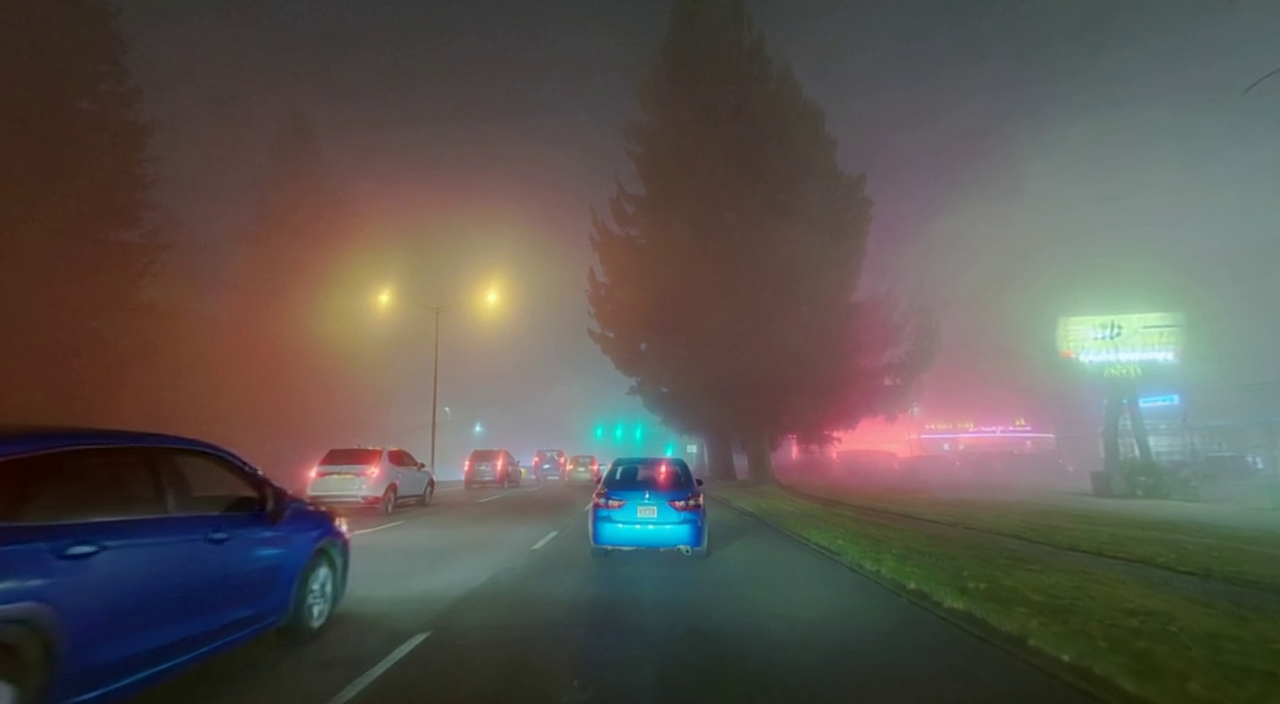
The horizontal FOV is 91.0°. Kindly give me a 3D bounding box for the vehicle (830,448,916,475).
[{"bbox_3d":[18.265,8.567,49.565,5.852,1.962,2.323,-8,-12,42],"label":"vehicle"}]

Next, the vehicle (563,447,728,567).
[{"bbox_3d":[0.120,2.266,10.027,2.091,1.494,3.962,0,-9,1],"label":"vehicle"}]

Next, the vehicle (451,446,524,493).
[{"bbox_3d":[-6.732,5.207,28.339,2.130,1.900,4.470,0,-9,1],"label":"vehicle"}]

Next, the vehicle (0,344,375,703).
[{"bbox_3d":[-3.560,0.979,3.427,2.055,1.725,4.732,0,-9,1],"label":"vehicle"}]

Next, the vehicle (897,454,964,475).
[{"bbox_3d":[22.550,8.754,48.977,4.220,1.550,1.935,-10,-14,43],"label":"vehicle"}]

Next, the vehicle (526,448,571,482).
[{"bbox_3d":[-6.424,7.968,44.882,2.348,2.250,5.004,0,-9,1],"label":"vehicle"}]
